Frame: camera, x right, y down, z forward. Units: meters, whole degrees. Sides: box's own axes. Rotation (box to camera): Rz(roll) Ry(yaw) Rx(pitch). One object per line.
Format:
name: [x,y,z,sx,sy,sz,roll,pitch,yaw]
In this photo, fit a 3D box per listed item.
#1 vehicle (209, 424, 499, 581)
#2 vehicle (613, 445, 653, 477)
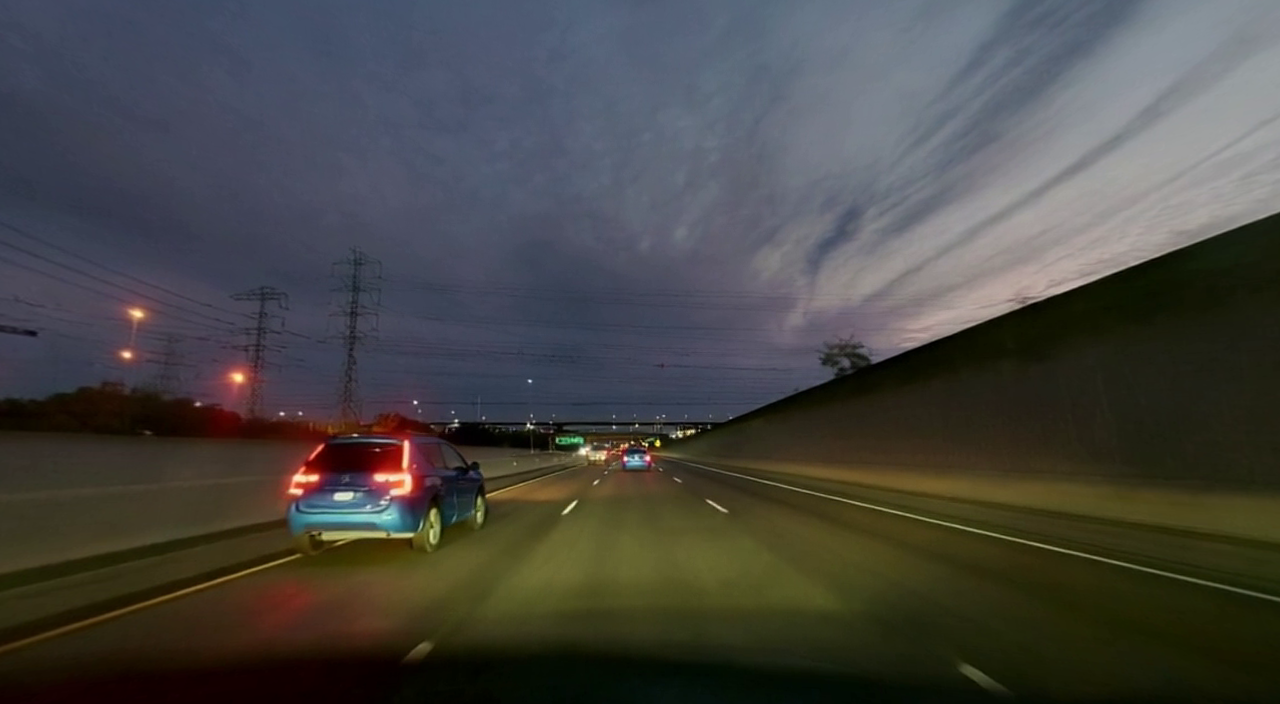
vehicle: [-3.332,1.823,8.353,1.987,1.548,3.981,0,-9,-1]
vehicle: [-0.365,5.799,33.559,2.004,1.615,4.113,0,-9,-1]
